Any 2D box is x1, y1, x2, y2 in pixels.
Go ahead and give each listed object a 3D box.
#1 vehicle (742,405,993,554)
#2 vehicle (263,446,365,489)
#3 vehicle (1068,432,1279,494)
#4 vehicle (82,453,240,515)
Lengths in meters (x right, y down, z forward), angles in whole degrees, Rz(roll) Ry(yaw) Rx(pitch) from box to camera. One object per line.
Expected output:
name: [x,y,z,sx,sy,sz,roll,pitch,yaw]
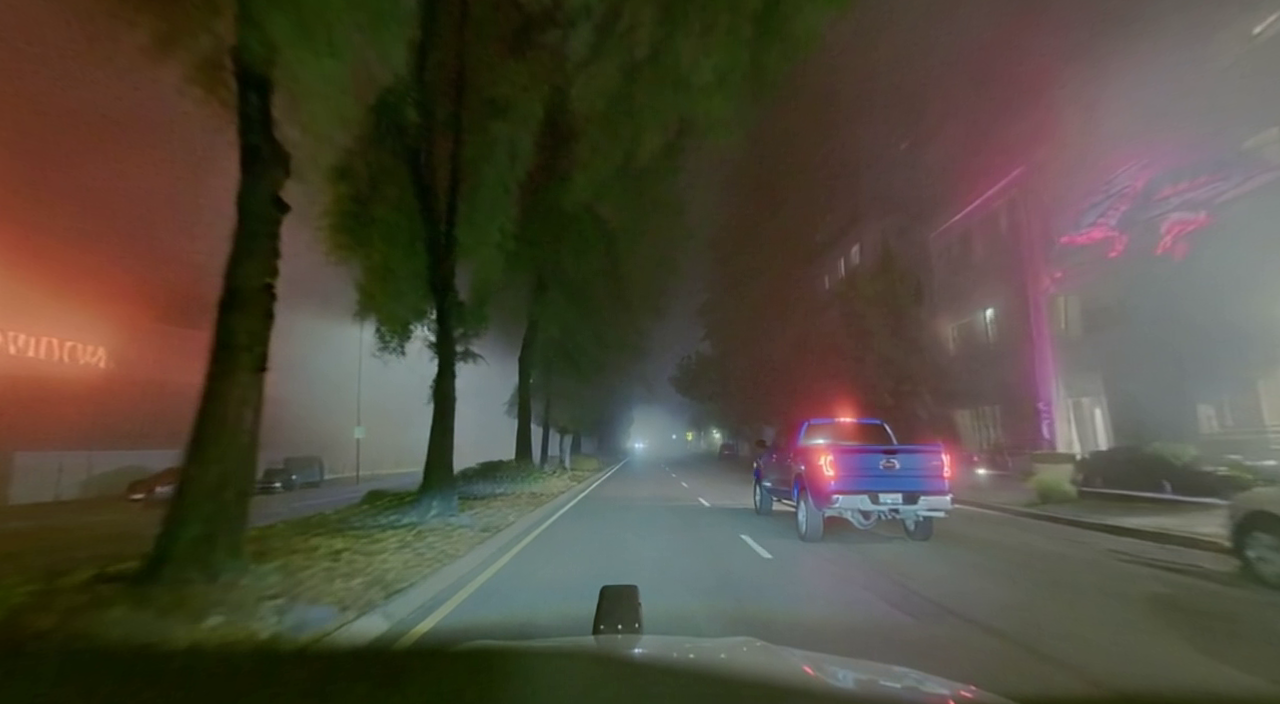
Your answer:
vehicle: [3.253,1.977,10.523,2.085,1.828,5.383,0,-9,-1]
vehicle: [-15.680,5.546,30.661,2.097,1.852,5.090,-1,-9,2]
vehicle: [14.789,3.072,17.596,4.083,1.505,1.971,-2,-8,2]
vehicle: [-16.064,4.397,21.510,1.919,1.616,4.723,-5,-8,-3]
